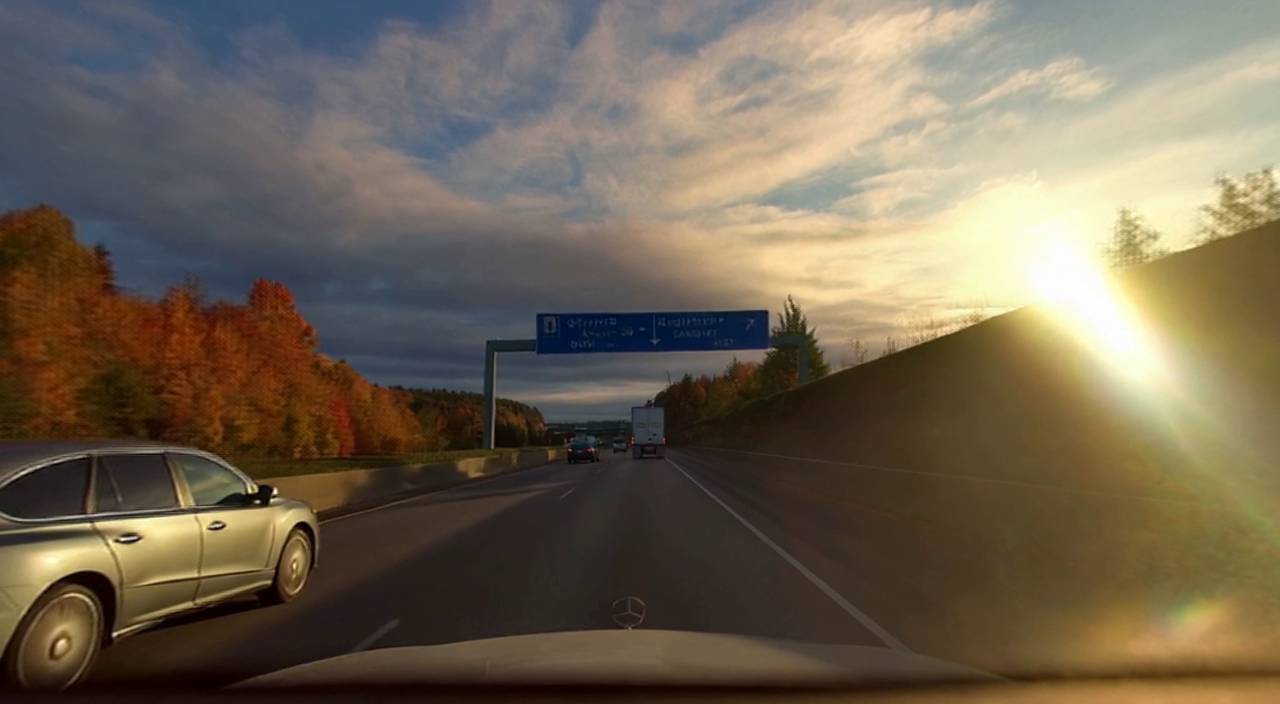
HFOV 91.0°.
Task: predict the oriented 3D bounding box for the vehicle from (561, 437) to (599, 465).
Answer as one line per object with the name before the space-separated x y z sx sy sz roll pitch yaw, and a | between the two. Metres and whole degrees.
vehicle | -3.528 5.895 37.745 1.927 1.556 3.921 0 -8 -1
